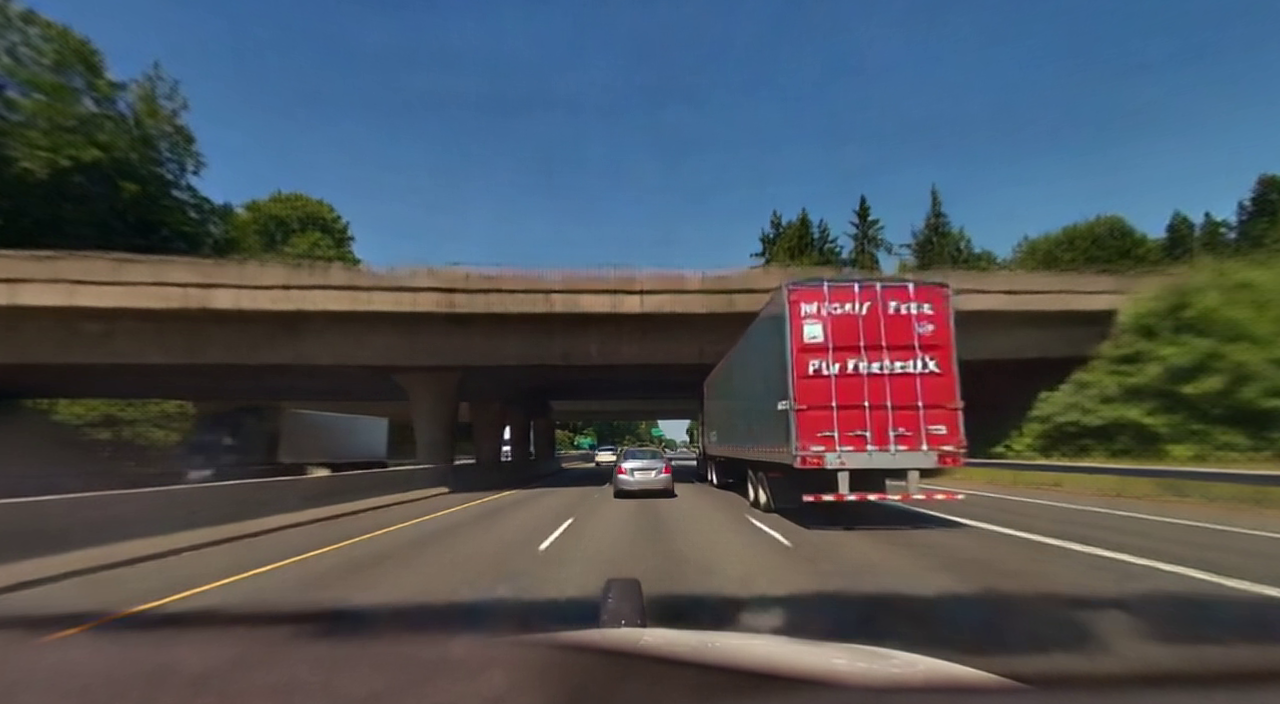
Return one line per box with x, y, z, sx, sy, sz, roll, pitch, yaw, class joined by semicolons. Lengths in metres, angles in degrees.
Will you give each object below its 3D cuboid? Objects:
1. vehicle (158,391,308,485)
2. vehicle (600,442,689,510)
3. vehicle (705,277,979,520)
-19.106;4.170;30.166;2.985;3.989;5.913;0;-9;1;vehicle
0.085;3.221;16.825;2.039;1.532;4.610;0;-9;-1;vehicle
3.970;1.804;17.245;2.960;4.018;13.834;0;-9;0;vehicle
